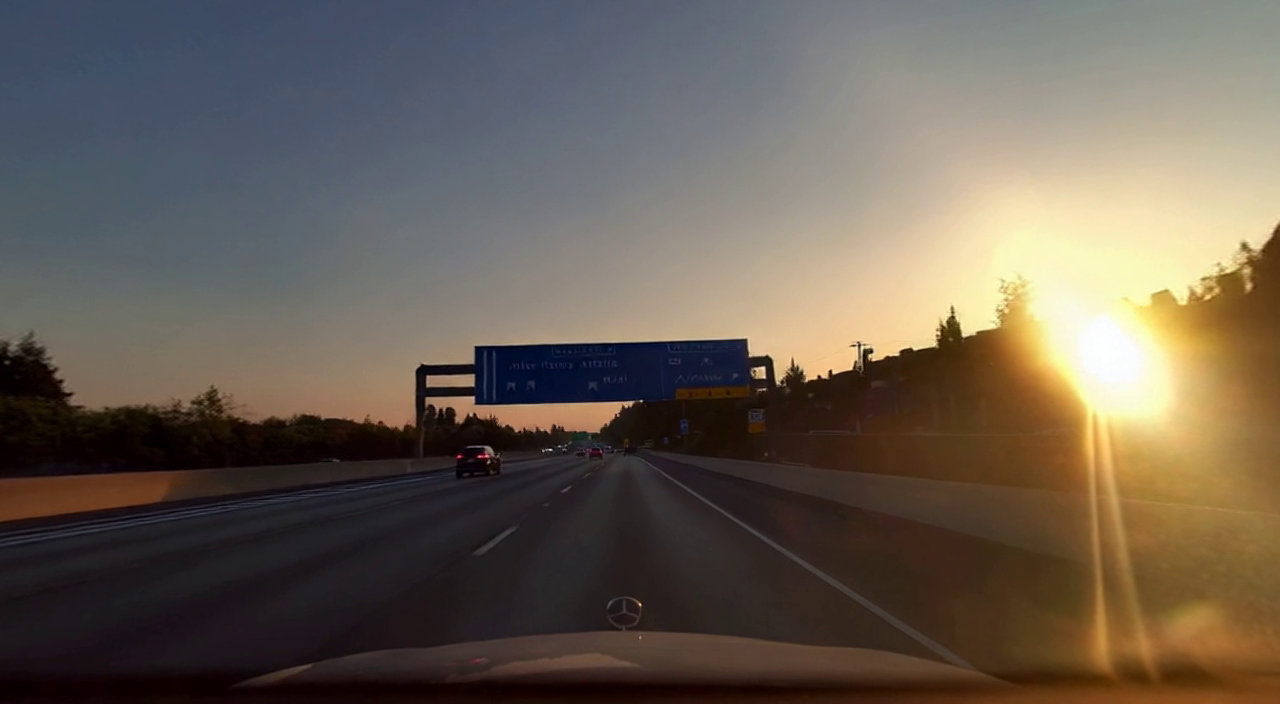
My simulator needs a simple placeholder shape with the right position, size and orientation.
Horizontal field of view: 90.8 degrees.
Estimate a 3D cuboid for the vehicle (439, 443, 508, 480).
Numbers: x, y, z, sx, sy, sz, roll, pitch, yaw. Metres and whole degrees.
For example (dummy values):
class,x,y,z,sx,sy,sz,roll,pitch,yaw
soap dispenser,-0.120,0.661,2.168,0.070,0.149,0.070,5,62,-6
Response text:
class,x,y,z,sx,sy,sz,roll,pitch,yaw
vehicle,-7.686,5.096,29.563,2.098,1.606,4.227,0,-9,0
